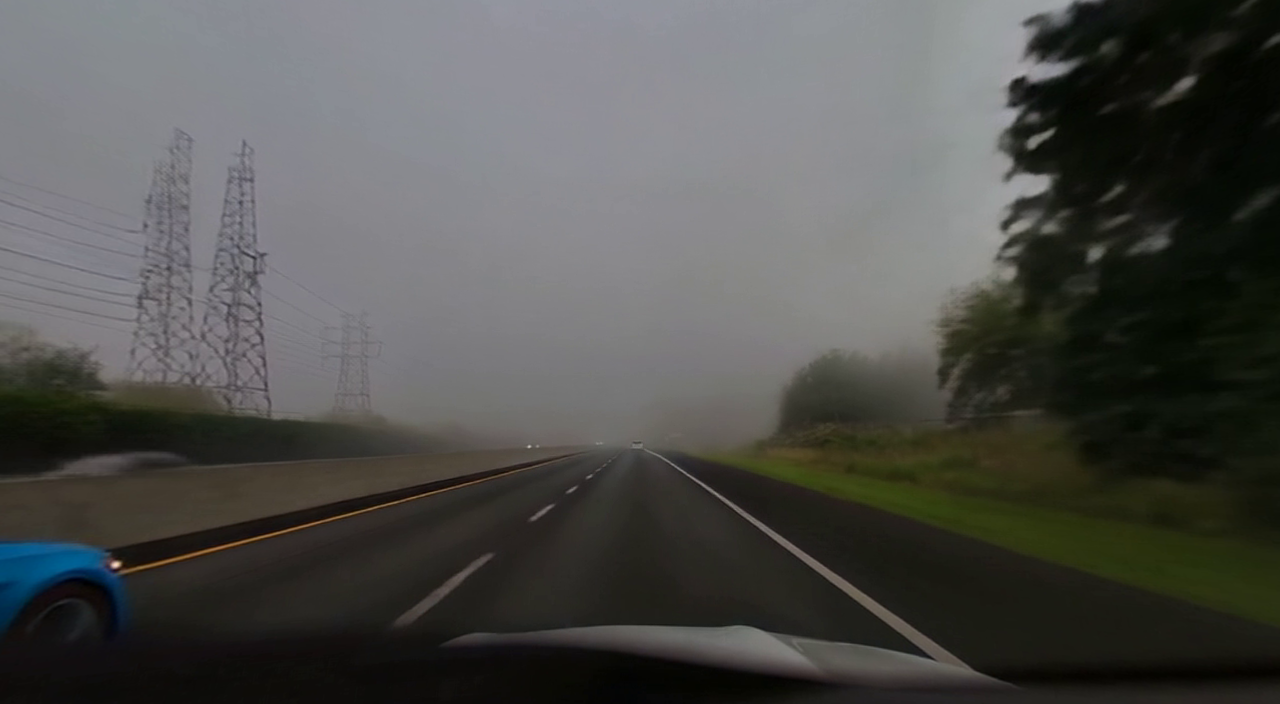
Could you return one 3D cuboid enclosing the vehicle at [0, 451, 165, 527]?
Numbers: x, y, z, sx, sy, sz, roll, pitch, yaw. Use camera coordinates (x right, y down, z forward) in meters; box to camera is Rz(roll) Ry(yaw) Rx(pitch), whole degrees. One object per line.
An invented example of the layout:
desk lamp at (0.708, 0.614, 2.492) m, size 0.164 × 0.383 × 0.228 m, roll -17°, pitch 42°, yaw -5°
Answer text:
vehicle at (-14.190, 3.184, 15.189) m, size 1.953 × 1.477 × 4.501 m, roll 0°, pitch -8°, yaw -1°
